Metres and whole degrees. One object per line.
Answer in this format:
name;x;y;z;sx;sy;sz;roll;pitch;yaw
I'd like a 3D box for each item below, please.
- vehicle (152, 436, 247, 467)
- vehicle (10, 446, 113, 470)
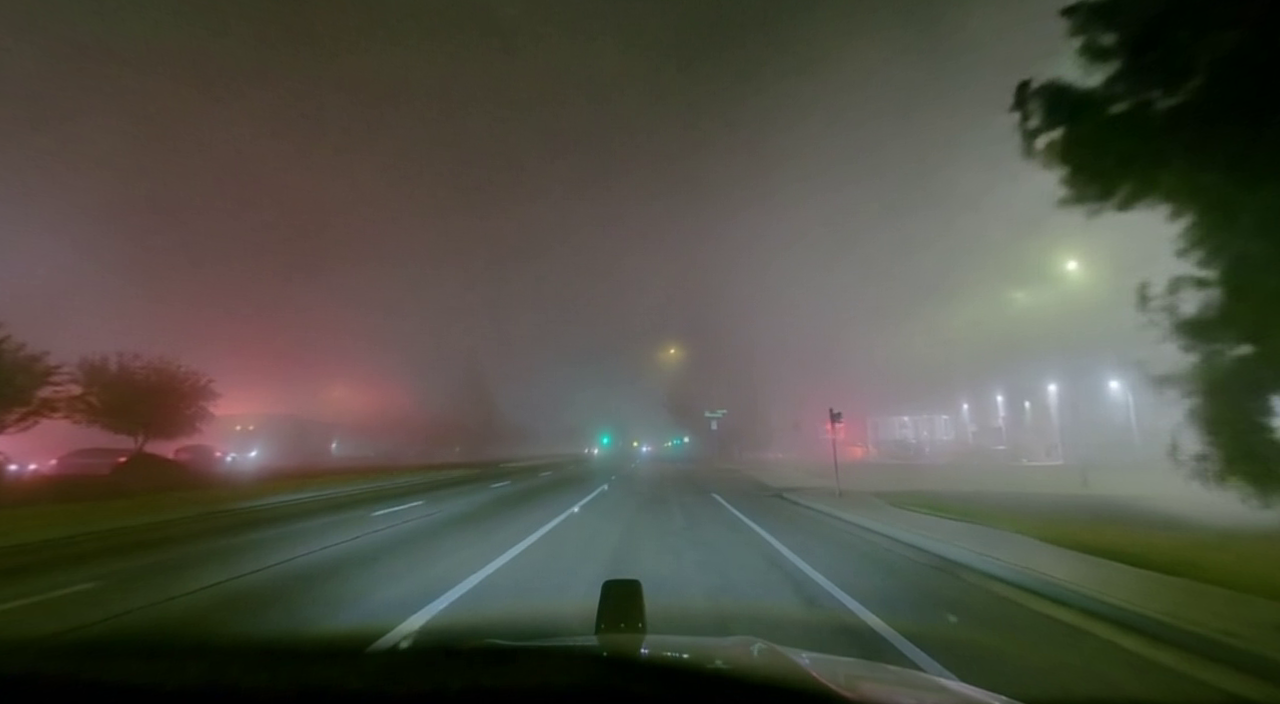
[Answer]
vehicle;-33.969;7.668;48.744;5.521;2.214;2.704;-1;-8;8
vehicle;-34.724;6.354;37.925;4.276;1.404;1.978;0;-8;3
